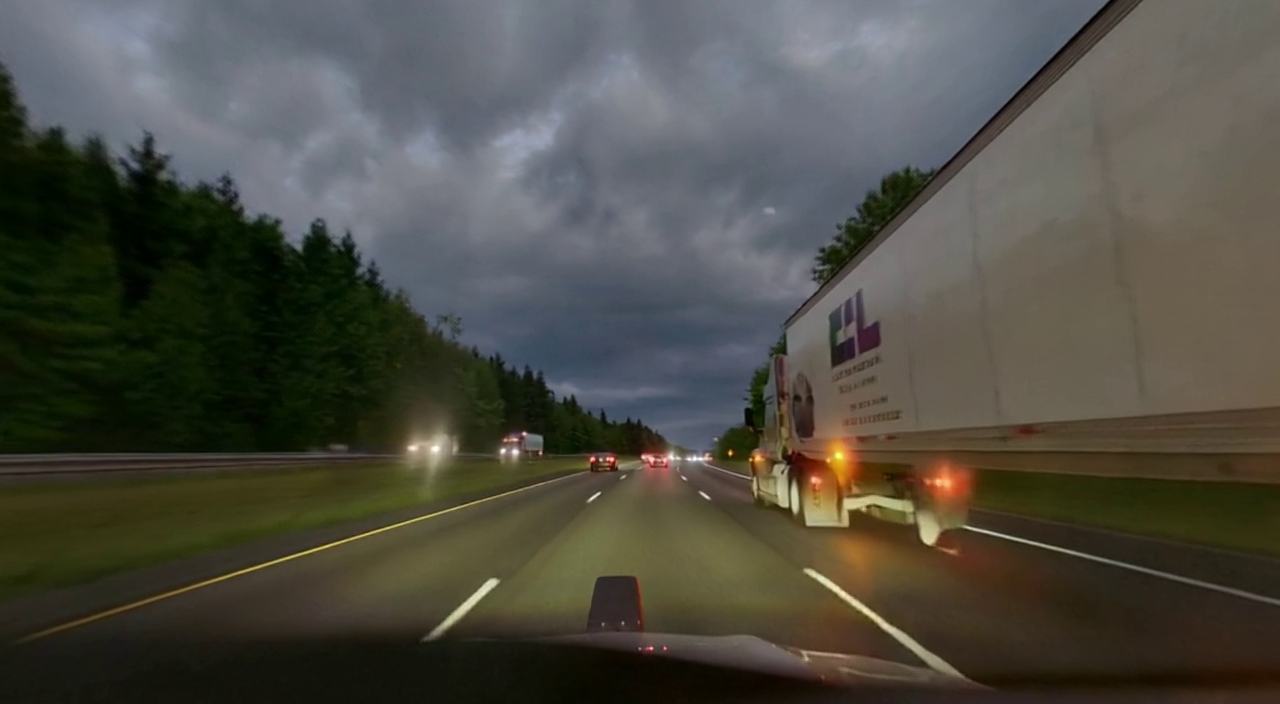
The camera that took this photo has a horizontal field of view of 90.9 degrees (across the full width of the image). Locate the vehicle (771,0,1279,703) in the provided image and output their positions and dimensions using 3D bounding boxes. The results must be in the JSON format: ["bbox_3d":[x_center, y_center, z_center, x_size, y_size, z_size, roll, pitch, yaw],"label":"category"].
[{"bbox_3d":[4.114,0.099,4.744,3.057,3.993,13.914,0,-9,-1],"label":"vehicle"}]

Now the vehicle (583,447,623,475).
[{"bbox_3d":[-2.416,7.359,42.741,2.205,1.728,4.397,-1,-9,3],"label":"vehicle"}]

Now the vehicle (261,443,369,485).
[{"bbox_3d":[-12.218,4.219,24.034,1.839,1.441,4.132,0,-9,1],"label":"vehicle"}]

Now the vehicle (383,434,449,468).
[{"bbox_3d":[-15.246,6.790,43.290,2.484,2.197,5.115,0,-9,2],"label":"vehicle"}]
